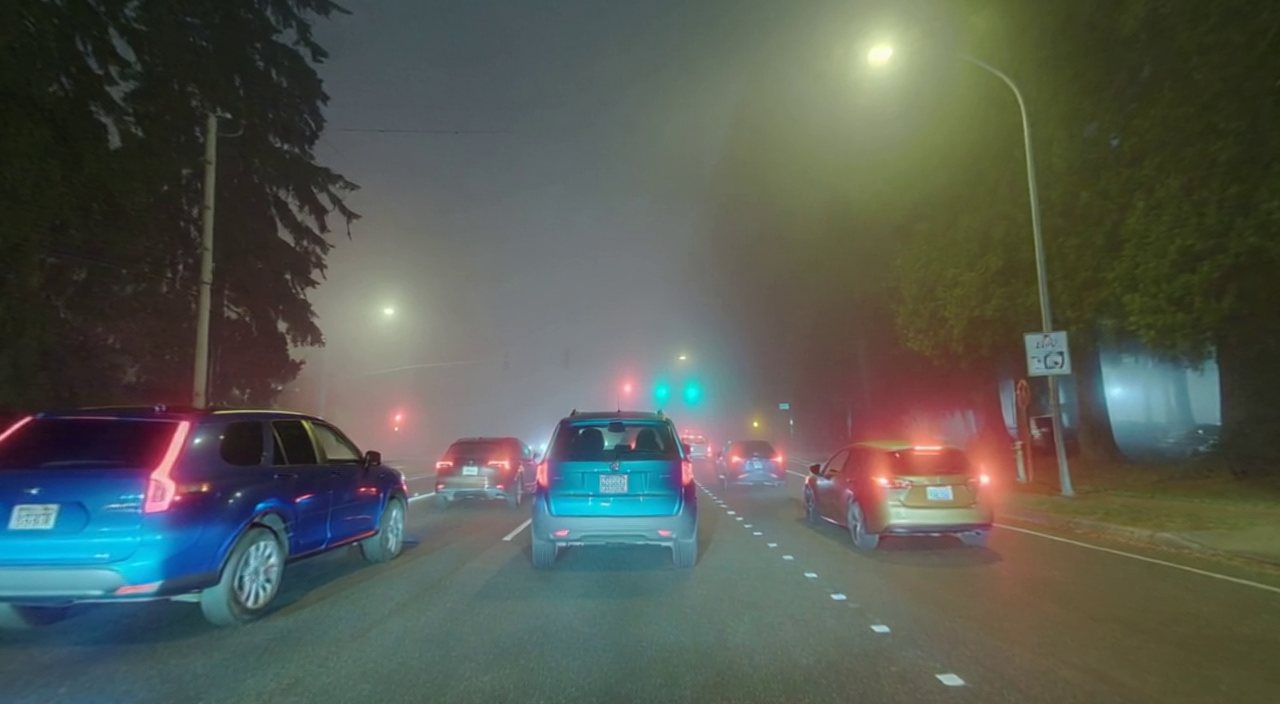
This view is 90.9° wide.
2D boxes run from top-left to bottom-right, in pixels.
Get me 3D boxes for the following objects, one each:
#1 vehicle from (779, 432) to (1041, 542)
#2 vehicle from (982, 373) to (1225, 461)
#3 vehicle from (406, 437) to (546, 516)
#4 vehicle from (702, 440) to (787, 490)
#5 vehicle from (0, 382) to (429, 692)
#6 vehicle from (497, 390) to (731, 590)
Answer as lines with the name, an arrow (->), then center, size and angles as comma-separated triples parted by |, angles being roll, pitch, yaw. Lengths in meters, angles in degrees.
vehicle -> 4.283, 2.195, 11.067 | 2.036, 1.480, 4.659 | 1, -9, -8
vehicle -> 17.875, 2.565, 24.670 | 7.314, 3.230, 2.680 | 0, -8, -2
vehicle -> -3.455, 2.688, 14.182 | 1.897, 1.479, 4.204 | 0, -8, 2
vehicle -> 3.287, 3.650, 20.734 | 1.996, 1.443, 4.270 | 0, -8, -1
vehicle -> -3.705, 1.338, 5.706 | 2.039, 1.709, 4.265 | 0, -8, 1
vehicle -> -0.223, 1.594, 8.087 | 2.132, 1.816, 4.471 | 0, -8, 1
